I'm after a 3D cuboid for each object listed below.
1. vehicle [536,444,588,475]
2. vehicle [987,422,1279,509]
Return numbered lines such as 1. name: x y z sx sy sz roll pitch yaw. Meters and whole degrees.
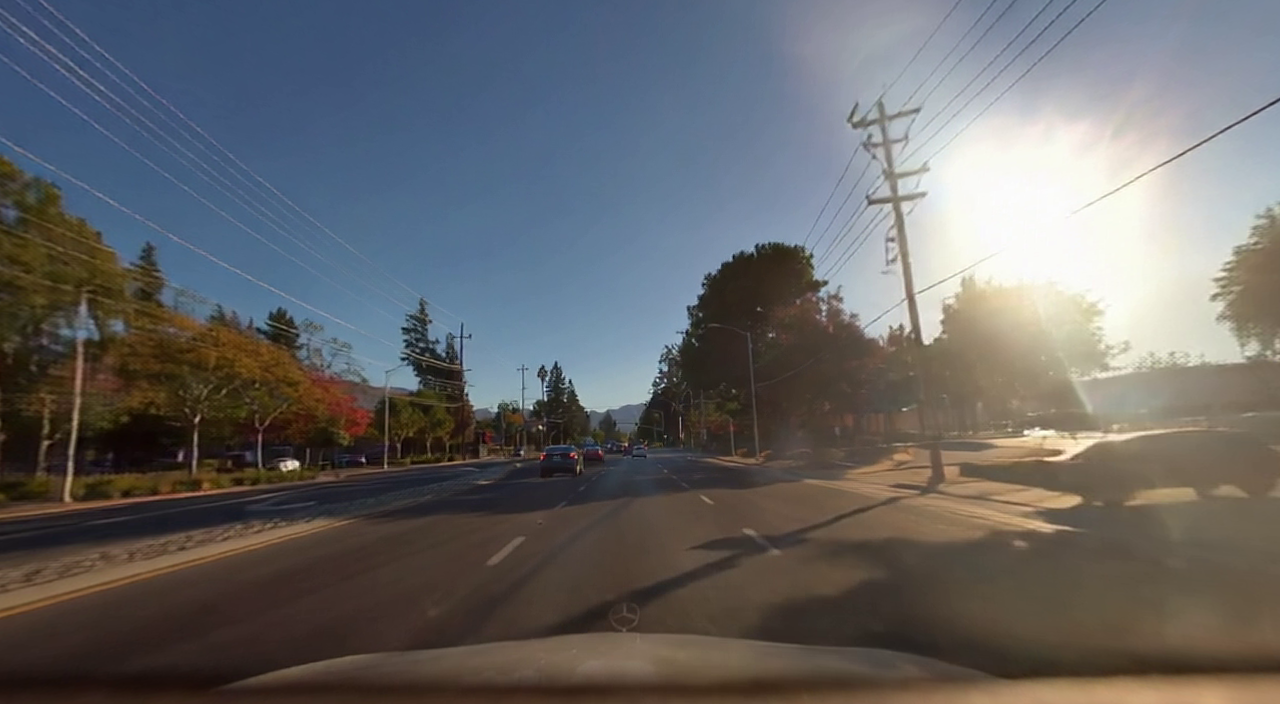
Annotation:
1. vehicle: -3.797 5.326 31.497 2.076 1.444 4.328 0 -8 0
2. vehicle: 10.217 2.295 13.042 4.885 1.576 2.024 0 -8 -6
